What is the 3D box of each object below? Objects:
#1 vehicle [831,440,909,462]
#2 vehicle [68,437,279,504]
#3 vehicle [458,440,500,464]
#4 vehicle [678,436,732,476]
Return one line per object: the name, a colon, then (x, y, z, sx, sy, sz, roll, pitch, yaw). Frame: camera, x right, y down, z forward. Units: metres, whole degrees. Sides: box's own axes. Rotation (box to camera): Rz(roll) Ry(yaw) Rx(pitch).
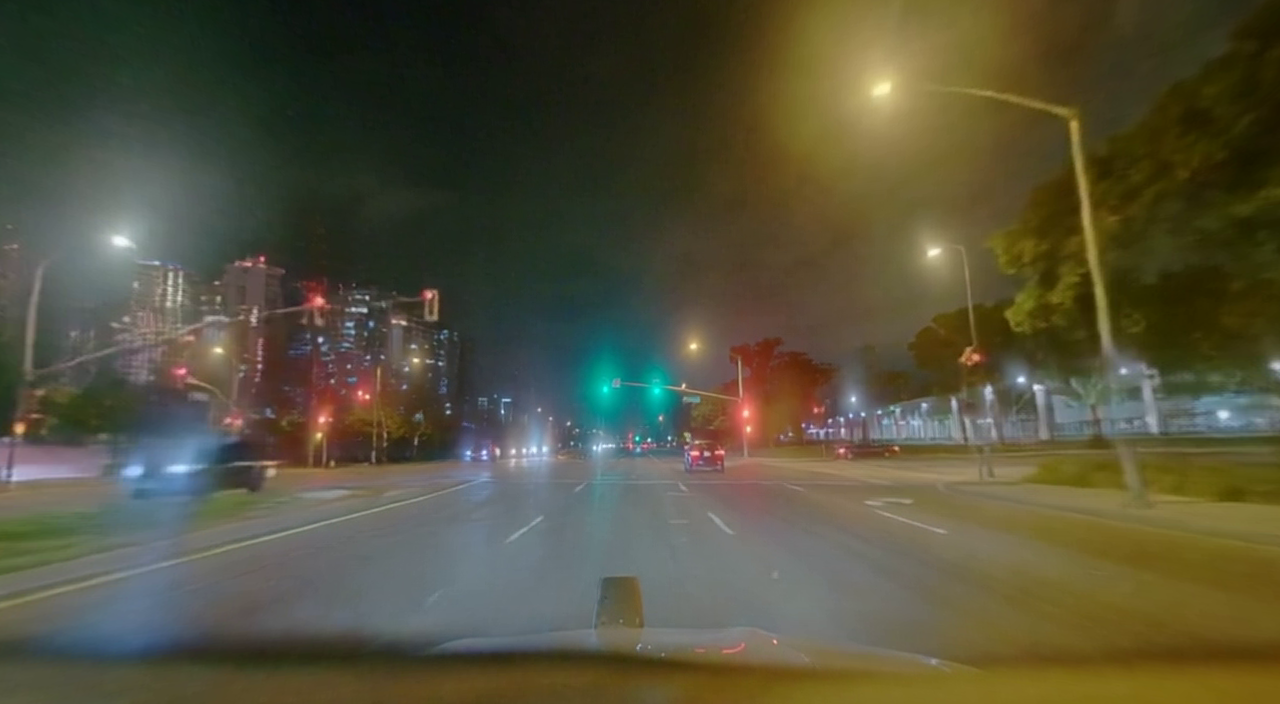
vehicle: (16.390, 7.079, 45.238, 4.839, 1.490, 2.134, -1, -9, 4)
vehicle: (-11.855, 3.021, 16.574, 2.059, 1.503, 4.483, 0, -8, 1)
vehicle: (-12.213, 7.635, 48.315, 1.951, 1.759, 4.518, 0, -9, 1)
vehicle: (3.063, 5.026, 30.836, 2.069, 1.761, 4.610, 0, -9, -1)
